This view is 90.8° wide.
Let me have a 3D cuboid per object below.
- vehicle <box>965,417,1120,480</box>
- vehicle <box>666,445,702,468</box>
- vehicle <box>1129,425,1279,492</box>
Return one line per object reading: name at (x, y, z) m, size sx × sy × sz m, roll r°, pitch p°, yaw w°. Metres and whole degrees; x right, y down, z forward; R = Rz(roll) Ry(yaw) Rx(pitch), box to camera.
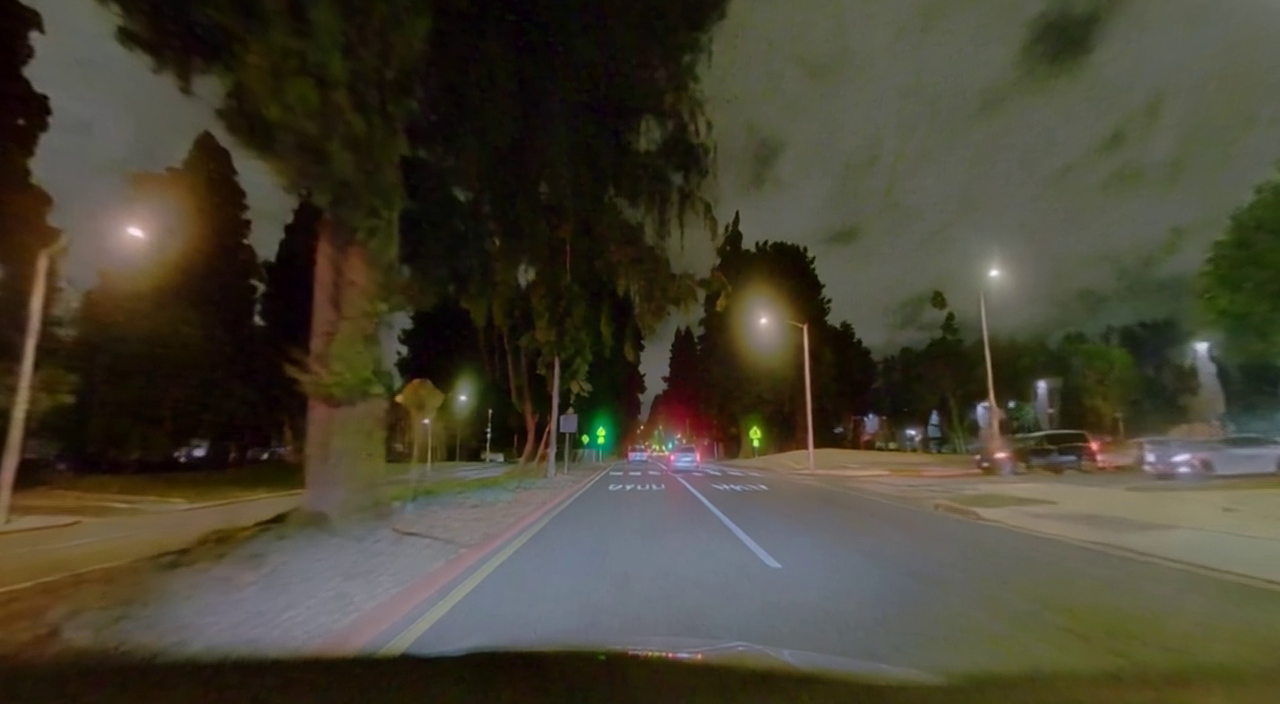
vehicle at (18.205, 4.347, 28.792) m, size 5.378 × 2.566 × 2.402 m, roll -1°, pitch -7°, yaw -2°
vehicle at (3.030, 7.257, 44.173) m, size 2.142 × 1.501 × 4.273 m, roll 0°, pitch -9°, yaw -1°
vehicle at (18.940, 3.340, 20.115) m, size 4.636 × 1.860 × 2.347 m, roll -2°, pitch -8°, yaw 1°
